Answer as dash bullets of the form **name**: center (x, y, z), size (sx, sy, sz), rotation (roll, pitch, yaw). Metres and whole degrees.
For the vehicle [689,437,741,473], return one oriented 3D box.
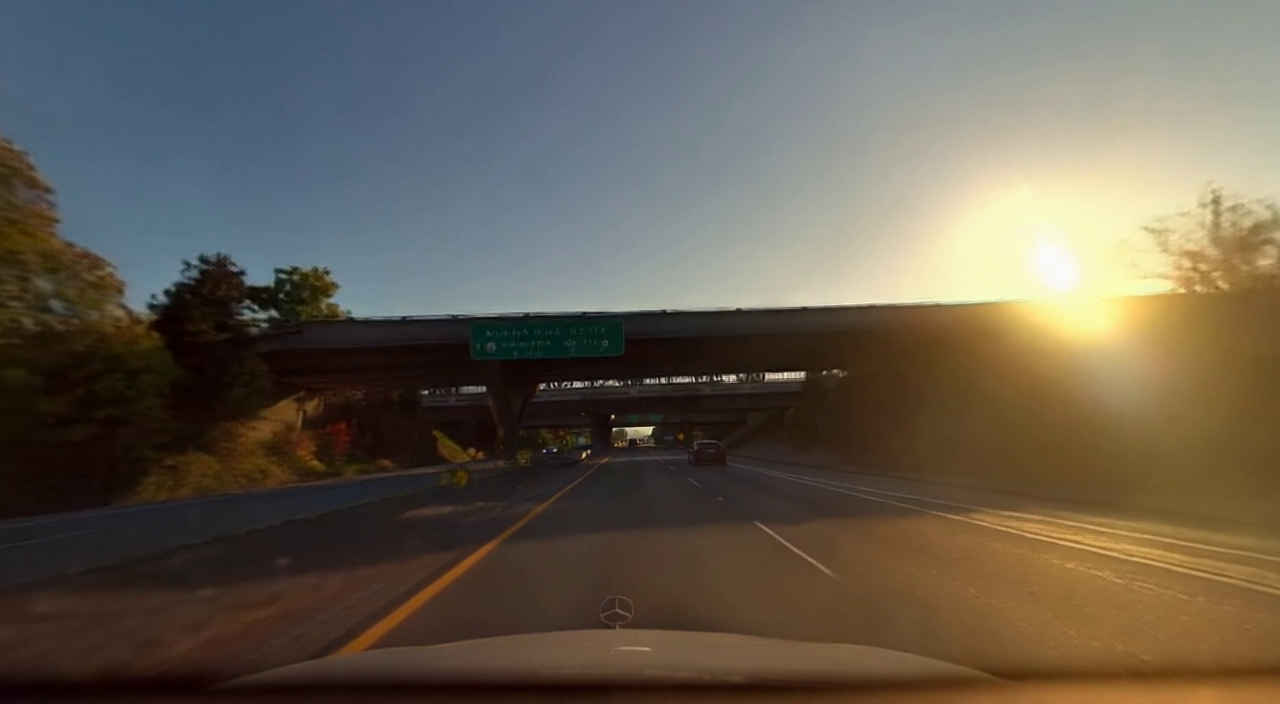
- **vehicle**: center (3.264, 4.545, 27.965), size (1.781, 1.470, 3.540), rotation (0, -8, -2)
